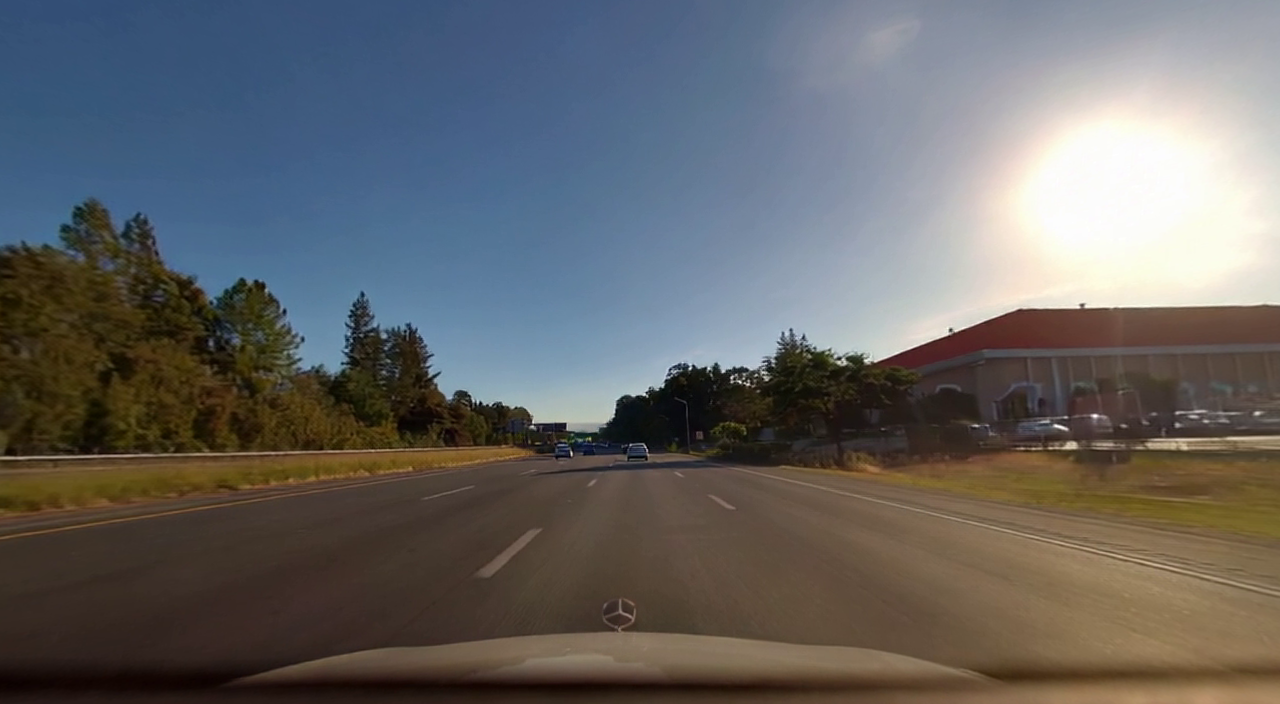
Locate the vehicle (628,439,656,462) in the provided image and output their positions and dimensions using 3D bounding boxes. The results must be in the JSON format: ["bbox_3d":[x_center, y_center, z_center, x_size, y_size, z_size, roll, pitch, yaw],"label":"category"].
[{"bbox_3d":[0.156,7.535,48.245,2.073,1.635,4.195,0,-9,0],"label":"vehicle"}]
